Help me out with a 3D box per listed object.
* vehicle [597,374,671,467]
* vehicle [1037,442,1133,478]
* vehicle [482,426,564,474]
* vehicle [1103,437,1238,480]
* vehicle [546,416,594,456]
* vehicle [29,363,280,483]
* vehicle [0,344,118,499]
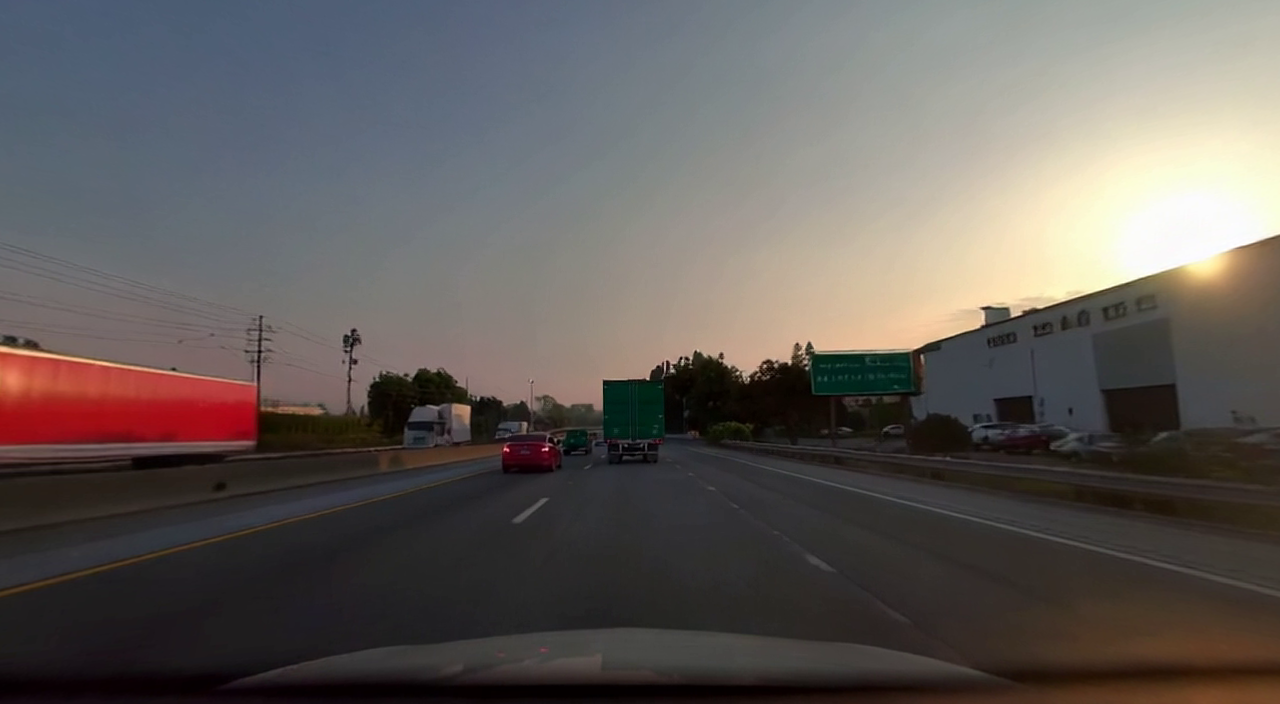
[{"bbox_3d":[-0.370,3.666,32.765,3.259,4.066,9.891,0,-8,-1],"label":"vehicle"},{"bbox_3d":[22.951,5.528,32.746,1.699,1.625,4.494,-2,-8,0],"label":"vehicle"},{"bbox_3d":[-4.231,3.626,23.664,2.005,1.602,5.131,0,-8,1],"label":"vehicle"},{"bbox_3d":[23.026,4.612,27.623,1.986,1.605,4.381,-2,-7,-2],"label":"vehicle"},{"bbox_3d":[-4.973,6.144,46.027,2.717,2.714,6.997,0,-8,-1],"label":"vehicle"},{"bbox_3d":[-17.234,2.725,23.469,2.786,3.661,8.169,0,-8,-1],"label":"vehicle"},{"bbox_3d":[-17.051,1.477,13.703,2.959,3.738,9.951,0,-8,-1],"label":"vehicle"}]
